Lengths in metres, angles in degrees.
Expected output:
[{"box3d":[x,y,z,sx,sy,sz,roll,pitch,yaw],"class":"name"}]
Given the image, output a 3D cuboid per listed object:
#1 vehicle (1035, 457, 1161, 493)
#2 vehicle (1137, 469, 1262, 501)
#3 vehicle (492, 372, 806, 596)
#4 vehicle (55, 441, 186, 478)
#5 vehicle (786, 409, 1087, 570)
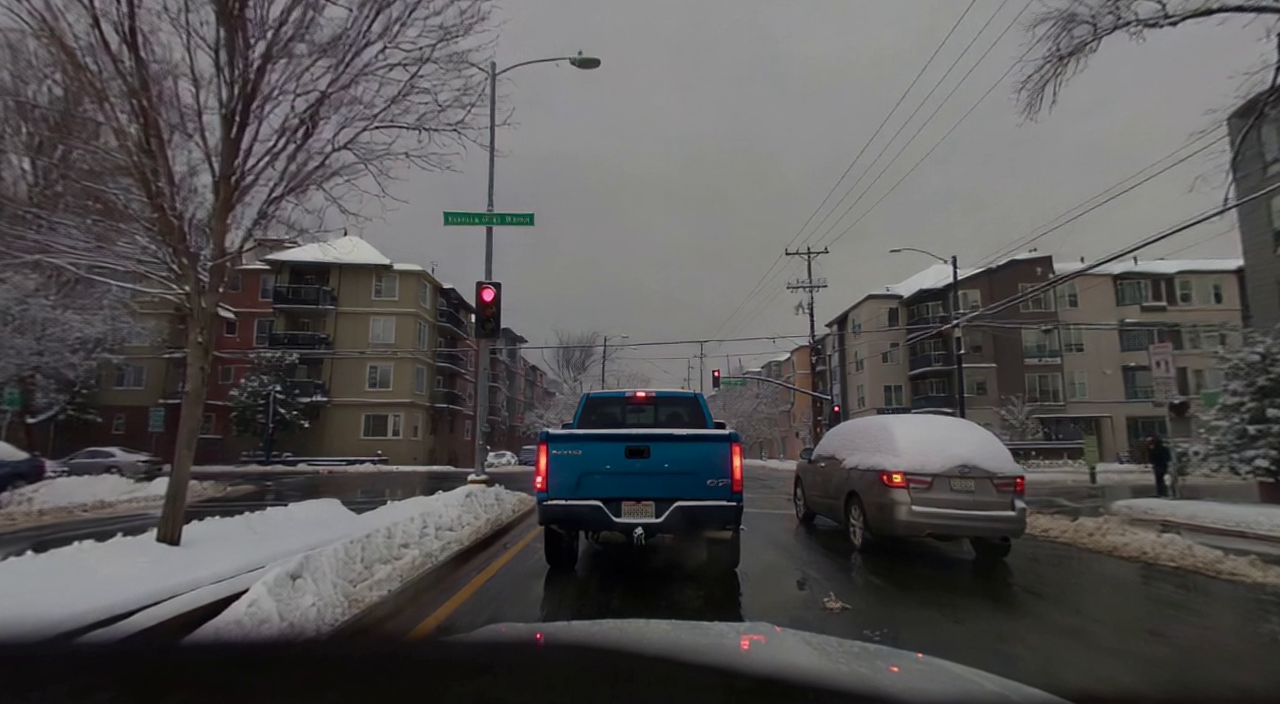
[{"box3d":[21.750,5.831,30.031,4.498,1.618,1.843,0,-8,0],"class":"vehicle"},{"box3d":[26.406,6.279,29.842,4.071,1.388,1.884,0,-8,1],"class":"vehicle"},{"box3d":[0.109,1.529,8.149,2.738,1.959,5.070,0,-8,1],"class":"vehicle"},{"box3d":[-24.874,5.168,30.300,4.563,1.692,1.778,0,-8,-2],"class":"vehicle"},{"box3d":[3.840,1.873,9.423,2.131,1.759,4.762,0,-8,0],"class":"vehicle"}]
